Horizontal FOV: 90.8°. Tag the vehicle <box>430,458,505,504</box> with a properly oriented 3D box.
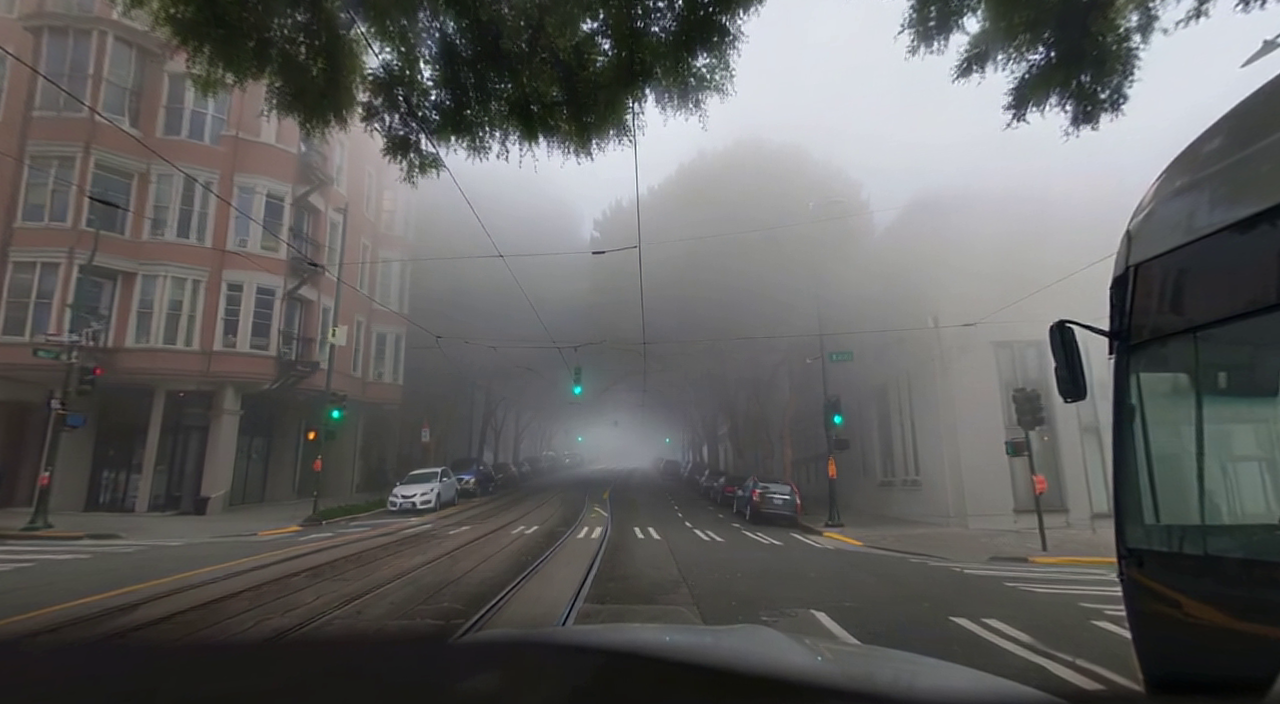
[{"bbox_3d":[-7.418,5.579,27.668,1.861,1.751,4.550,1,-10,2],"label":"vehicle"}]

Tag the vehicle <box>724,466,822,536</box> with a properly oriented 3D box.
[{"bbox_3d":[3.848,4.389,19.107,1.929,1.723,4.134,0,-8,-2],"label":"vehicle"}]

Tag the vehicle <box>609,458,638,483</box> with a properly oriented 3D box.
[{"bbox_3d":[-1.111,8.281,44.312,1.966,1.600,3.494,0,-8,0],"label":"vehicle"}]

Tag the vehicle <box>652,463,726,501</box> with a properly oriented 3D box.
[{"bbox_3d":[2.344,6.325,31.024,1.984,1.571,3.404,5,-10,-33],"label":"vehicle"}]

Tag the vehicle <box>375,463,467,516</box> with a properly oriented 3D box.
[{"bbox_3d":[-7.442,4.807,21.909,1.779,1.588,3.953,2,-14,-1],"label":"vehicle"}]
